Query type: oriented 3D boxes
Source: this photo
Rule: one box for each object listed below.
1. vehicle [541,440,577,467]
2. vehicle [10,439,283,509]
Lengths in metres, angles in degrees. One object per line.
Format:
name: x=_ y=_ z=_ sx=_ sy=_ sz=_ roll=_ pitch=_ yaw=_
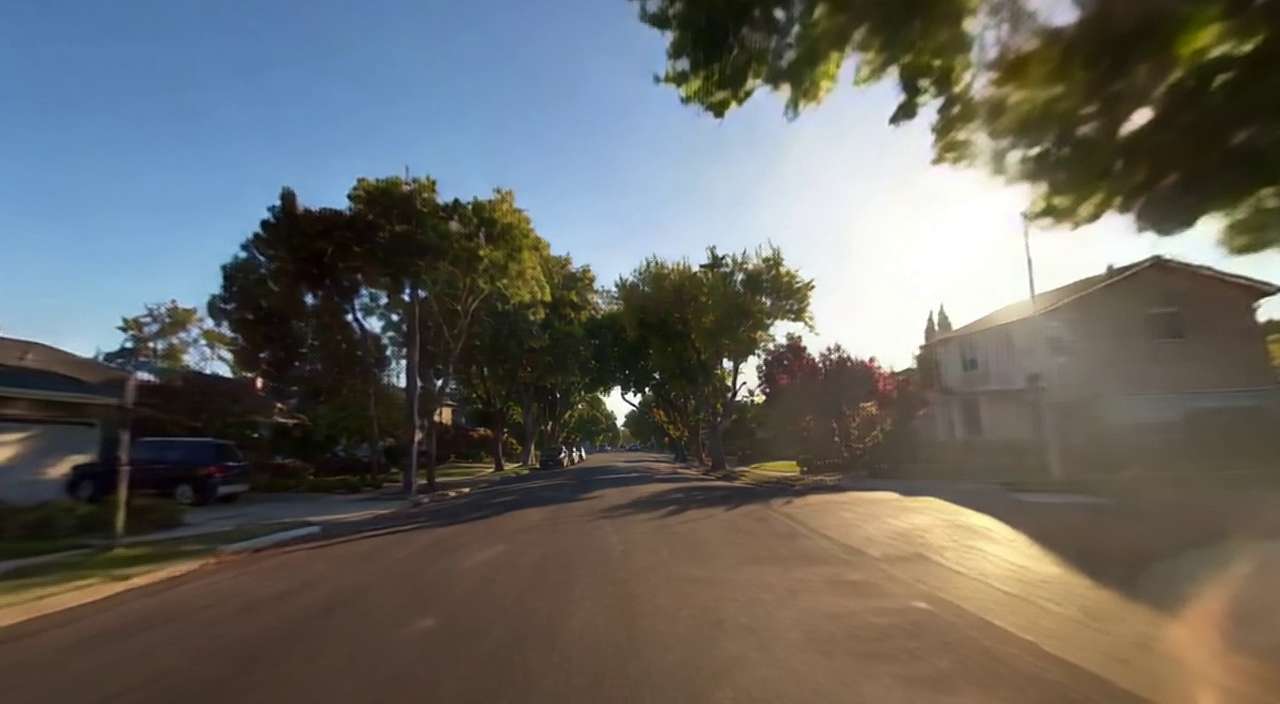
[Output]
vehicle: x=-6.246 y=7.876 z=49.285 sx=2.341 sy=1.886 sz=5.684 roll=-1 pitch=-8 yaw=-2
vehicle: x=-14.268 y=3.537 z=18.699 sx=5.863 sy=1.773 sz=2.451 roll=0 pitch=-8 yaw=-4
